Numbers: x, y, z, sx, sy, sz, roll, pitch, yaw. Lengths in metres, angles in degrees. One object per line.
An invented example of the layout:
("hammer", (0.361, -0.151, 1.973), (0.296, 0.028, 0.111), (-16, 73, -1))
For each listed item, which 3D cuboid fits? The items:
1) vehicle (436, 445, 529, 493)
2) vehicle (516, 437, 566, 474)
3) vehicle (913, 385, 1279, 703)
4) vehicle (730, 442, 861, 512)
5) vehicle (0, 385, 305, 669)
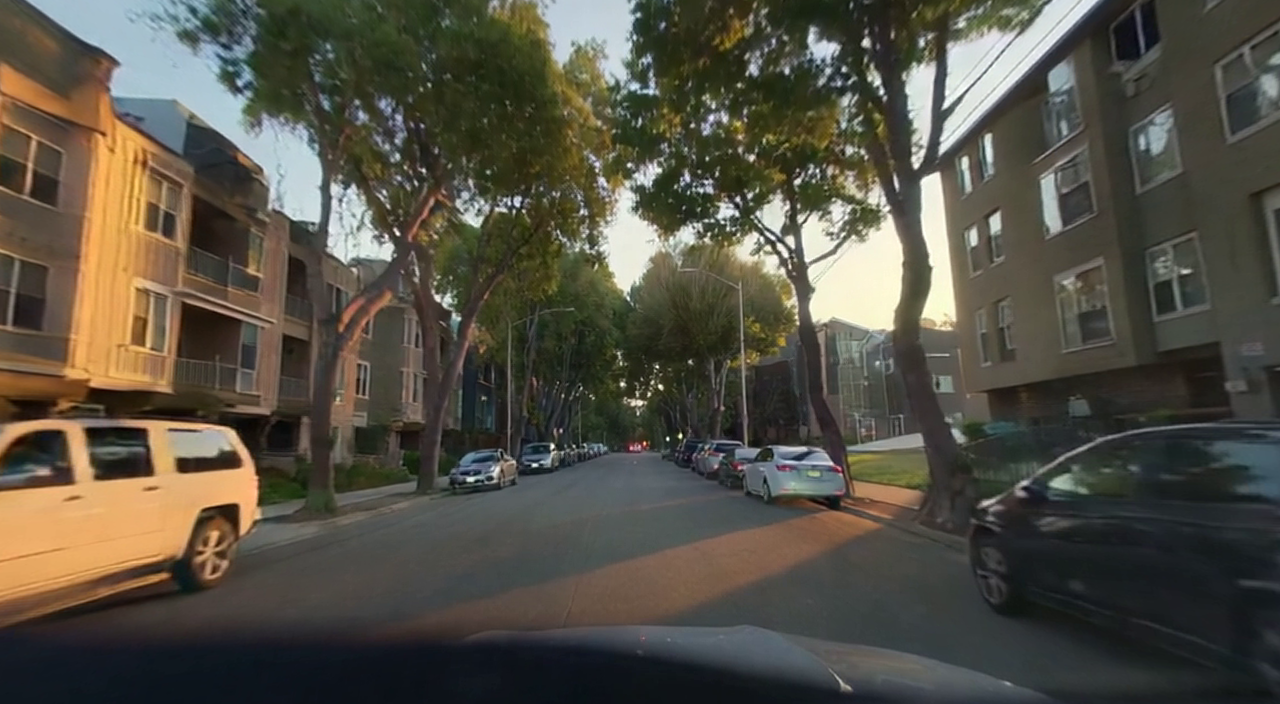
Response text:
("vehicle", (-5.313, 3.987, 21.994), (2.080, 1.458, 4.511), (-1, -8, 0))
("vehicle", (-5.449, 5.743, 35.356), (2.069, 1.881, 4.697), (0, -8, -1))
("vehicle", (3.800, 1.145, 3.925), (1.992, 1.643, 4.735), (0, -8, -1))
("vehicle", (3.649, 3.003, 15.832), (1.881, 1.460, 4.737), (1, -8, -3))
("vehicle", (-5.270, 1.330, 5.295), (2.213, 1.825, 4.986), (-1, -8, 0))
